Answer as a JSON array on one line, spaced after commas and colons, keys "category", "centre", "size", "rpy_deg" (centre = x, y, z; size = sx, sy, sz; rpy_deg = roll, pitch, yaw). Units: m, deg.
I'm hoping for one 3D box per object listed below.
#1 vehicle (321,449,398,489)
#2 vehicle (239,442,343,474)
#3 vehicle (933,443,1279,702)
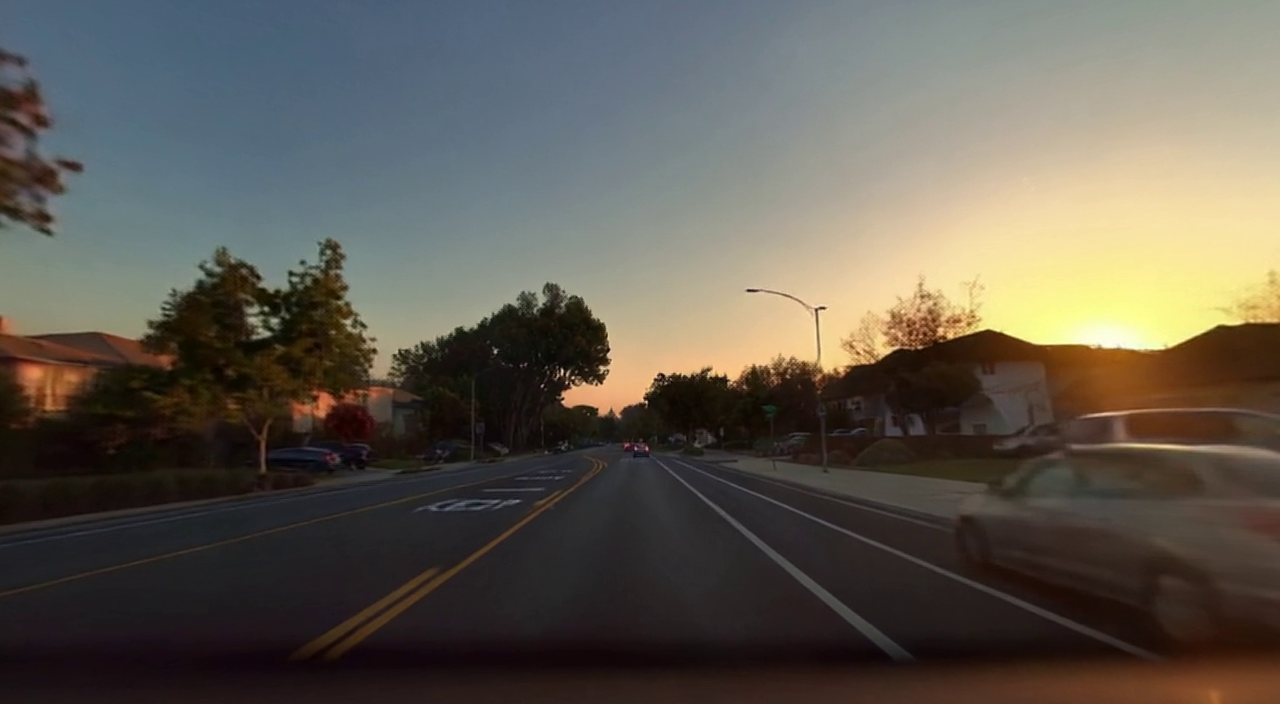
[{"category": "vehicle", "centre": [-12.955, 5.383, 29.313], "size": [1.791, 1.552, 3.919], "rpy_deg": [-3, -8, 0]}, {"category": "vehicle", "centre": [-19.639, 5.962, 35.591], "size": [4.661, 1.726, 1.978], "rpy_deg": [1, -8, -4]}, {"category": "vehicle", "centre": [4.626, 1.494, 5.182], "size": [1.980, 1.465, 4.970], "rpy_deg": [0, -8, -1]}]
